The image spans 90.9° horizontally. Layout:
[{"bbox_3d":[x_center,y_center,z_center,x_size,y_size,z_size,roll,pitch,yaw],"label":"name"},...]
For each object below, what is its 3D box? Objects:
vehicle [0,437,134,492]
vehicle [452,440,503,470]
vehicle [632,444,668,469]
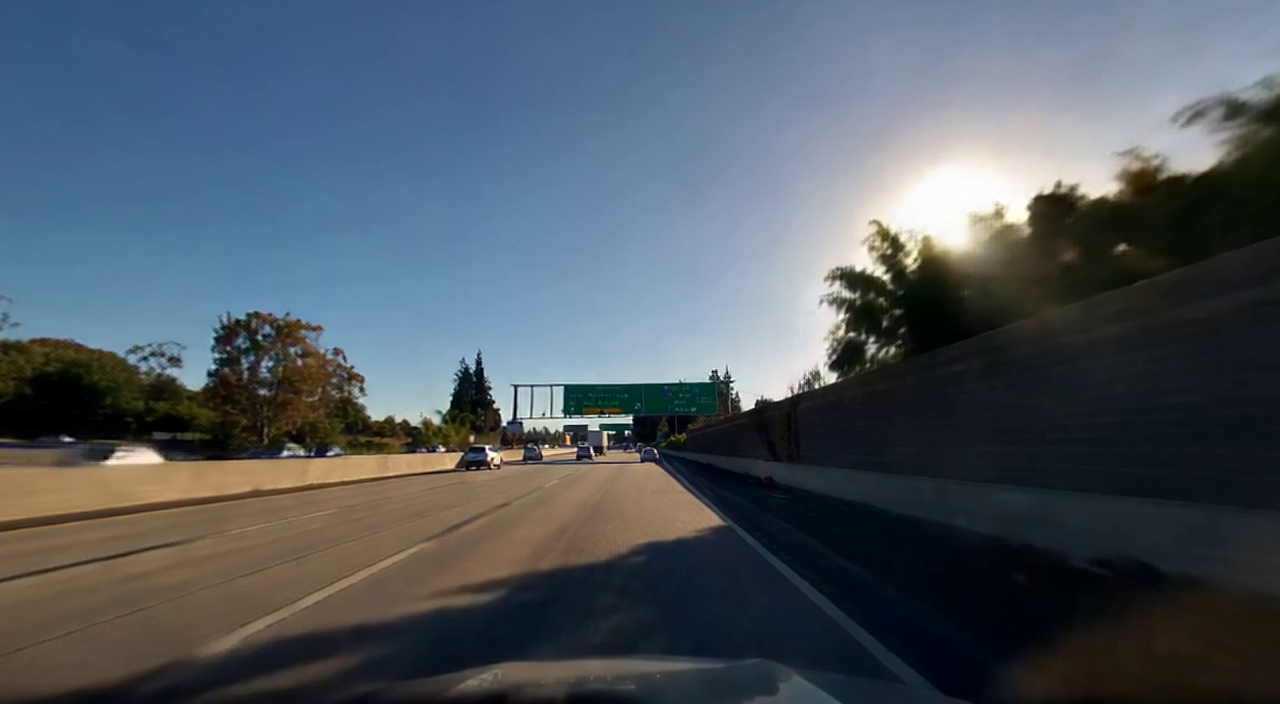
[{"bbox_3d":[-19.307,3.602,20.568,1.870,1.567,4.567,0,-8,-1],"label":"vehicle"},{"bbox_3d":[-9.339,5.909,36.520,1.954,1.605,4.023,0,-8,-1],"label":"vehicle"},{"bbox_3d":[0.605,6.484,39.272,2.137,1.461,3.999,-1,-8,1],"label":"vehicle"}]
